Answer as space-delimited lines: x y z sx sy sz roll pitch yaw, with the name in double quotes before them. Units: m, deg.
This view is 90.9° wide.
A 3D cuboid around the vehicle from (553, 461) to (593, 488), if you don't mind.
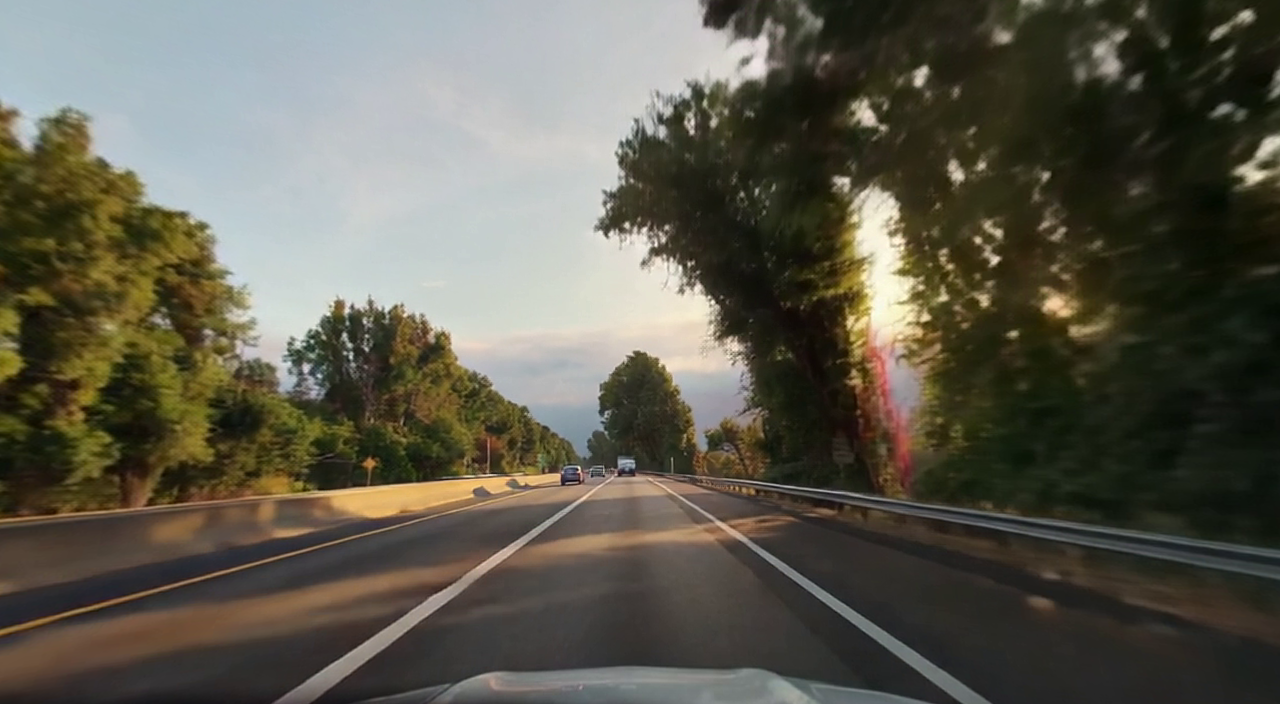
"vehicle" -4.148 7.690 39.687 2.068 1.592 4.479 1 -10 0
